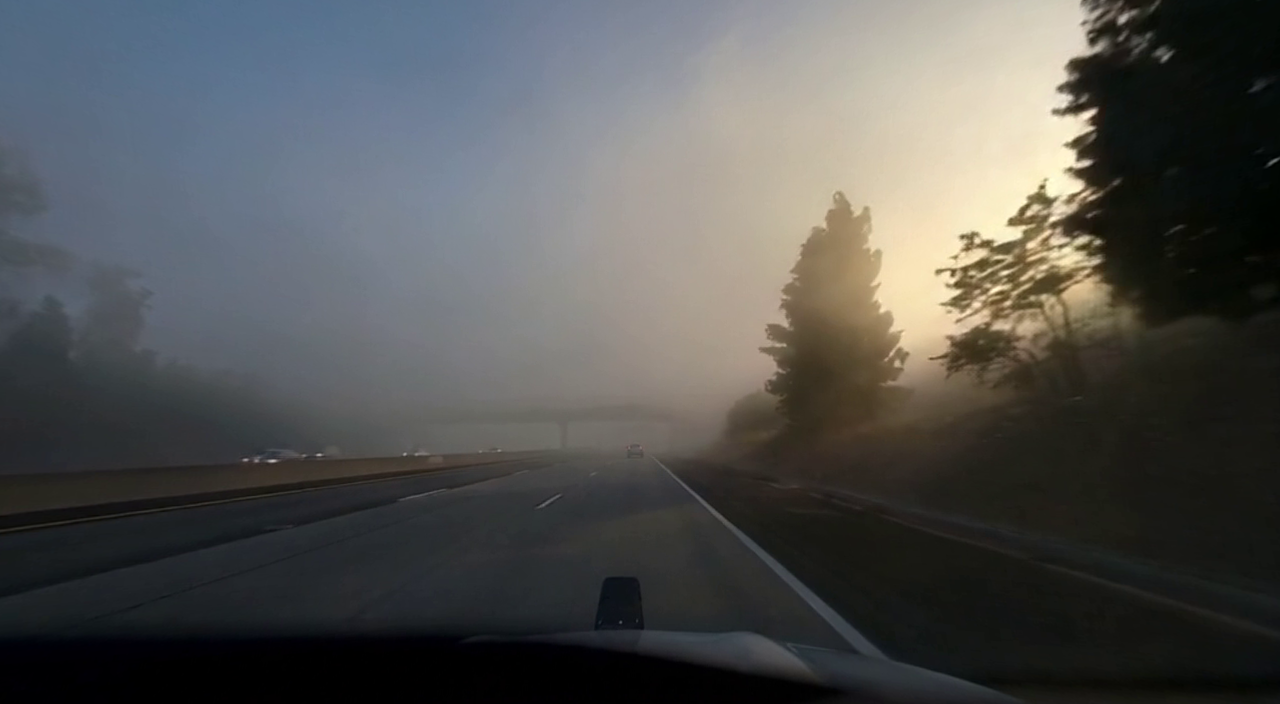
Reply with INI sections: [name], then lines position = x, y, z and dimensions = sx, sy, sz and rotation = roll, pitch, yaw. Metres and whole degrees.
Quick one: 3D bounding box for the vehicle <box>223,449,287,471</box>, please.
[vehicle]
position = -28.504, 8.002, 46.838
dimensions = 1.857, 1.518, 4.503
rotation = 0, -9, 1
